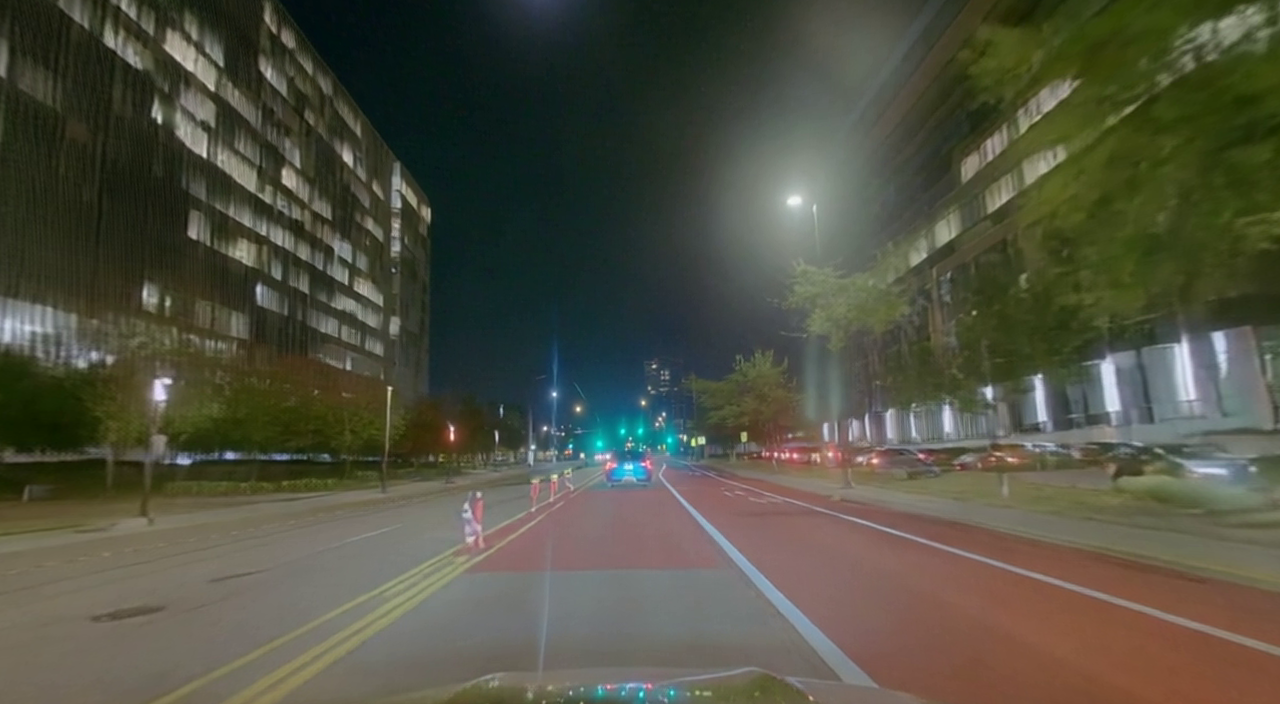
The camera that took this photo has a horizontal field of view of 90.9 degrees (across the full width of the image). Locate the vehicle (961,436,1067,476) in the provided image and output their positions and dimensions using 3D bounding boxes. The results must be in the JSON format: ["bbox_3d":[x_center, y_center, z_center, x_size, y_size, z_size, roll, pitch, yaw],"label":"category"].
[{"bbox_3d":[15.181,4.247,25.844,1.913,1.470,3.714,0,-9,-3],"label":"vehicle"}]

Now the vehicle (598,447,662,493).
[{"bbox_3d":[-0.383,4.121,22.429,2.063,1.442,4.135,0,-9,-2],"label":"vehicle"}]

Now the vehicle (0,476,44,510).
[{"bbox_3d":[-32.565,7.303,32.802,1.970,1.476,3.940,7,-12,-41],"label":"vehicle"}]

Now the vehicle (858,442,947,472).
[{"bbox_3d":[14.335,5.722,34.614,4.003,1.476,1.884,-2,-8,2],"label":"vehicle"}]
